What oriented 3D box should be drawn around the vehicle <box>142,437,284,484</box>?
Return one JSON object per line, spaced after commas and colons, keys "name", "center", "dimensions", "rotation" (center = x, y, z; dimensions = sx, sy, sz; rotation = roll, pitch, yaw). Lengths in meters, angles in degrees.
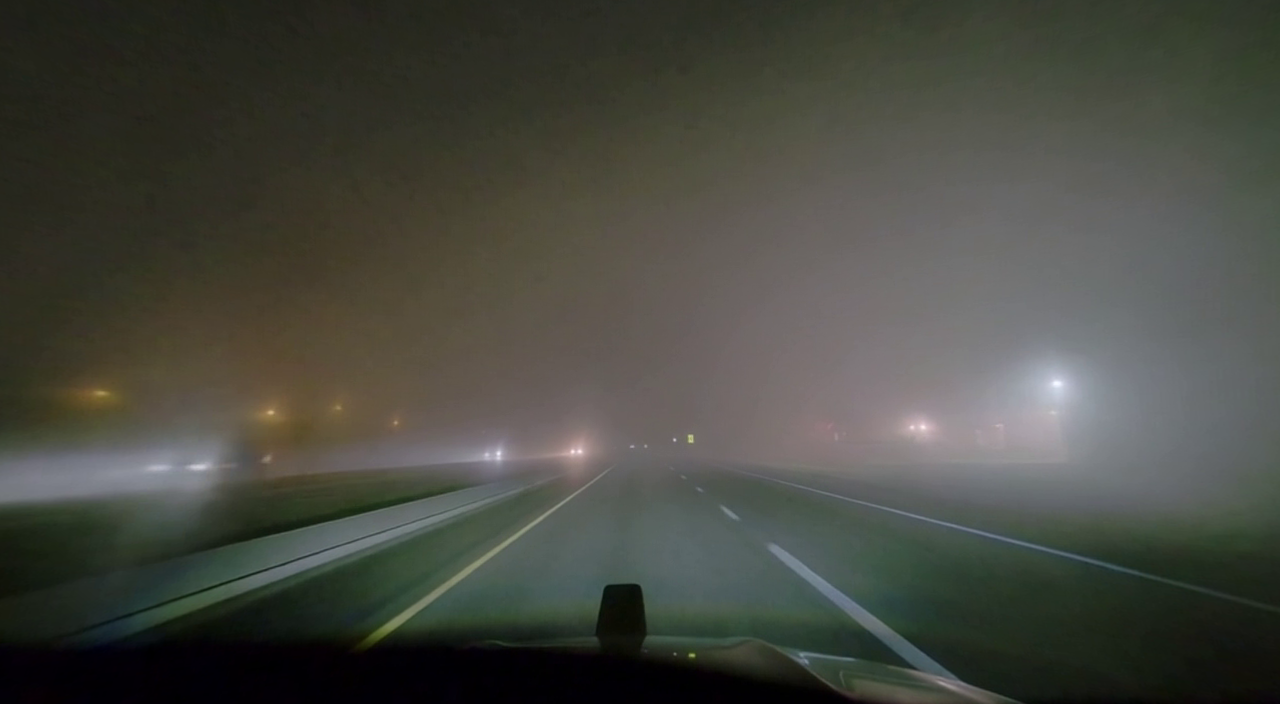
{"name": "vehicle", "center": [-21.157, 5.389, 31.747], "dimensions": [2.559, 2.066, 6.355], "rotation": [-1, -8, 2]}
